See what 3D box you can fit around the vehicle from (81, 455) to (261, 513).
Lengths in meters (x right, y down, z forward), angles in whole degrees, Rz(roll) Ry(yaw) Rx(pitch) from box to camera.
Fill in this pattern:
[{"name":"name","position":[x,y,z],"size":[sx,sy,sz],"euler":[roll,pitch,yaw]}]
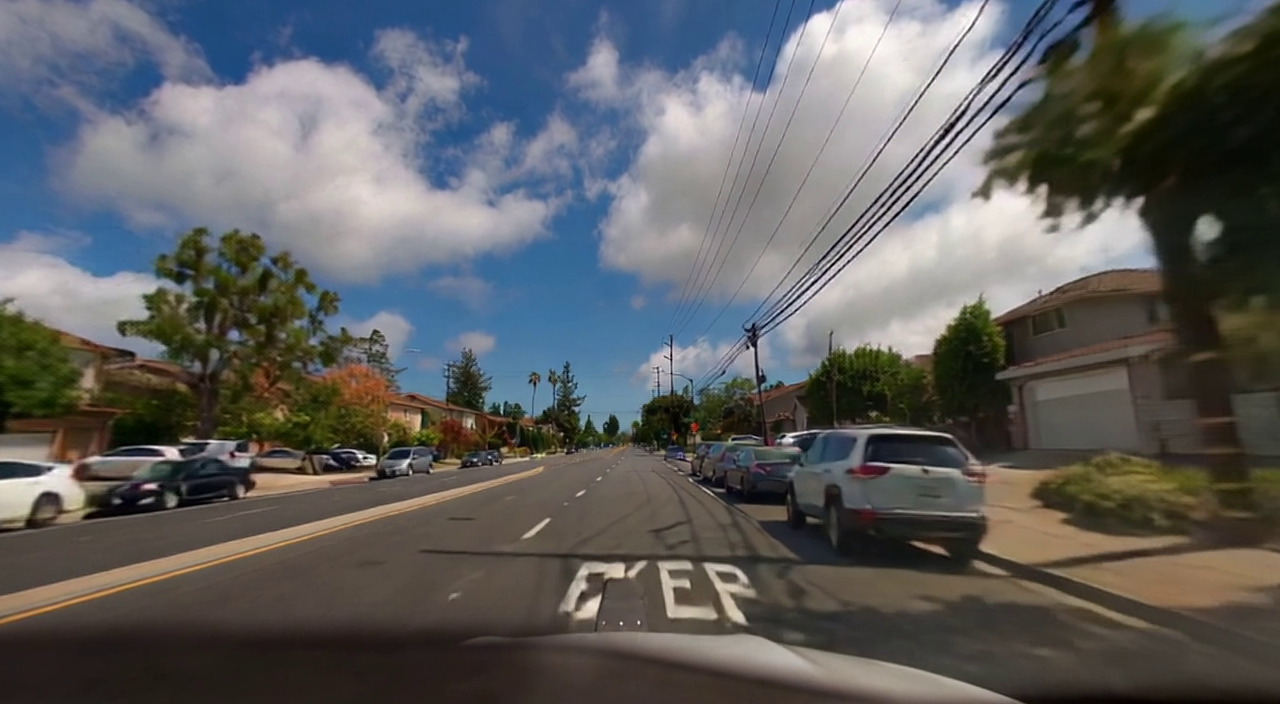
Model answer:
[{"name":"vehicle","position":[-13.885,3.898,19.157],"size":[1.887,1.490,4.656],"euler":[0,-9,0]}]

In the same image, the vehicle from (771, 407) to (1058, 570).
[{"name":"vehicle","position":[3.445,1.829,9.156],"size":[2.045,1.746,4.564],"euler":[0,-9,0]}]

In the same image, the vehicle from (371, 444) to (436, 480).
[{"name":"vehicle","position":[-13.727,6.349,36.982],"size":[2.137,1.852,4.541],"euler":[-2,-8,0]}]

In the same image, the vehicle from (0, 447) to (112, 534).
[{"name":"vehicle","position":[-13.932,2.831,12.890],"size":[1.913,1.745,4.992],"euler":[0,-9,1]}]
